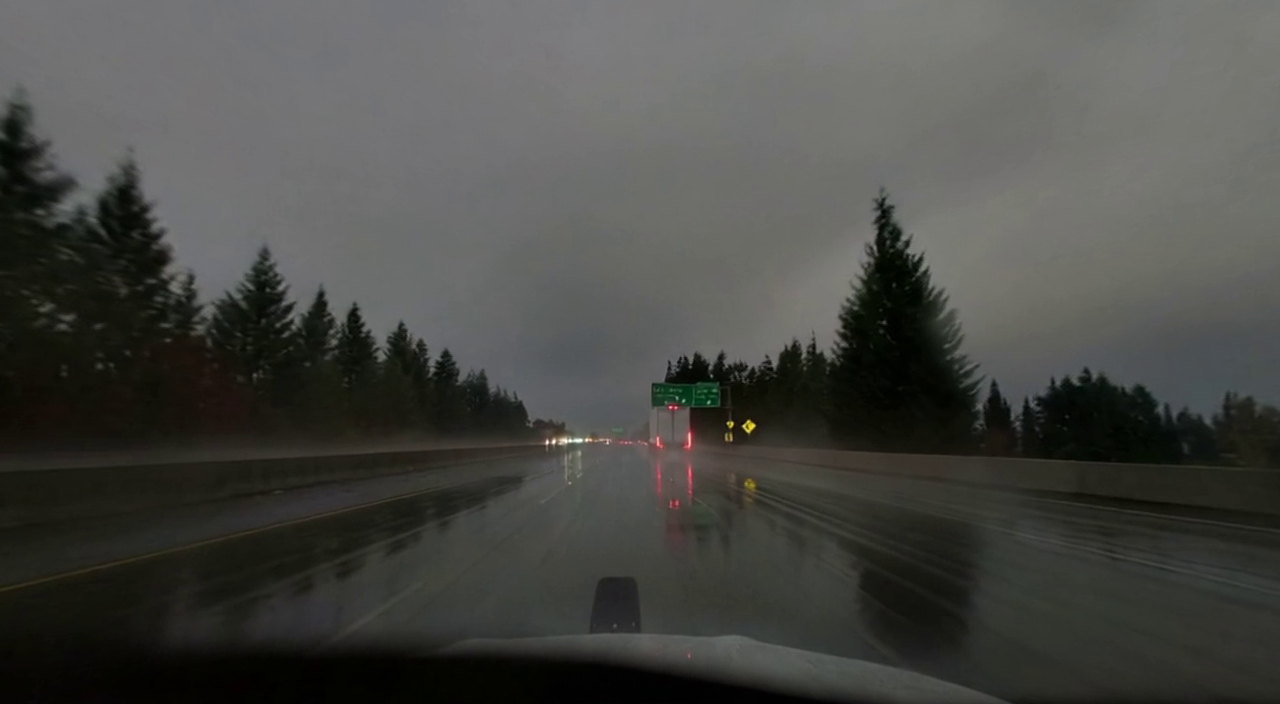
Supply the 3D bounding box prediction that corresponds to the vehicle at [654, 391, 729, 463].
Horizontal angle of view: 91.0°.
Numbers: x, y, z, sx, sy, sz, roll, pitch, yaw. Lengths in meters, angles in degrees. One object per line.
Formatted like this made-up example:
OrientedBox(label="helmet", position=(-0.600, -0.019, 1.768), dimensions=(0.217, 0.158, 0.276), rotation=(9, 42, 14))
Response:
OrientedBox(label="vehicle", position=(3.110, 5.096, 41.825), dimensions=(3.828, 4.143, 10.369), rotation=(0, -8, -2))
